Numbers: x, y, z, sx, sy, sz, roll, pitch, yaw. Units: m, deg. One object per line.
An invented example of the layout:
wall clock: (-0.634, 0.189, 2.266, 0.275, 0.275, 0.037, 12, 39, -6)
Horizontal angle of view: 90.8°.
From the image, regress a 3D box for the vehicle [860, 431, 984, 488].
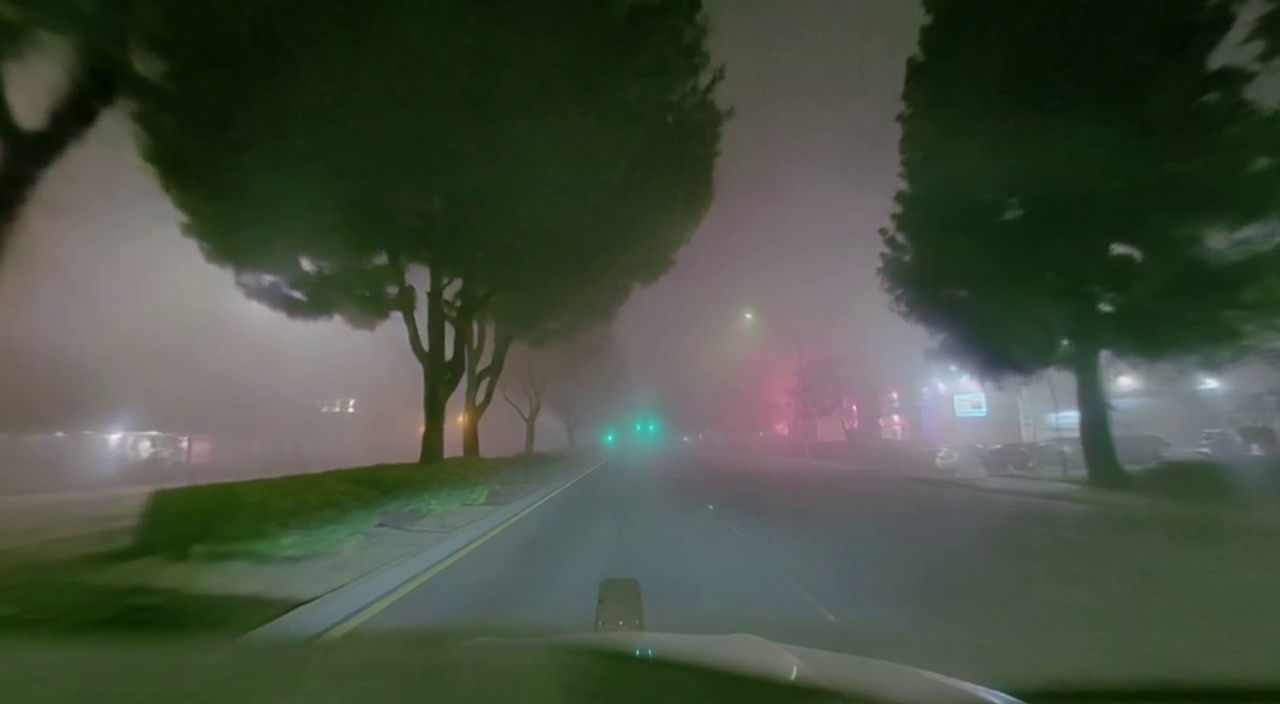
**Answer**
vehicle: (9.694, 3.729, 22.212, 2.159, 1.767, 4.617, 0, -8, 0)

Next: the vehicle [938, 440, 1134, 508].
vehicle: (9.854, 3.038, 16.327, 1.885, 1.461, 4.751, 0, -8, -2)
